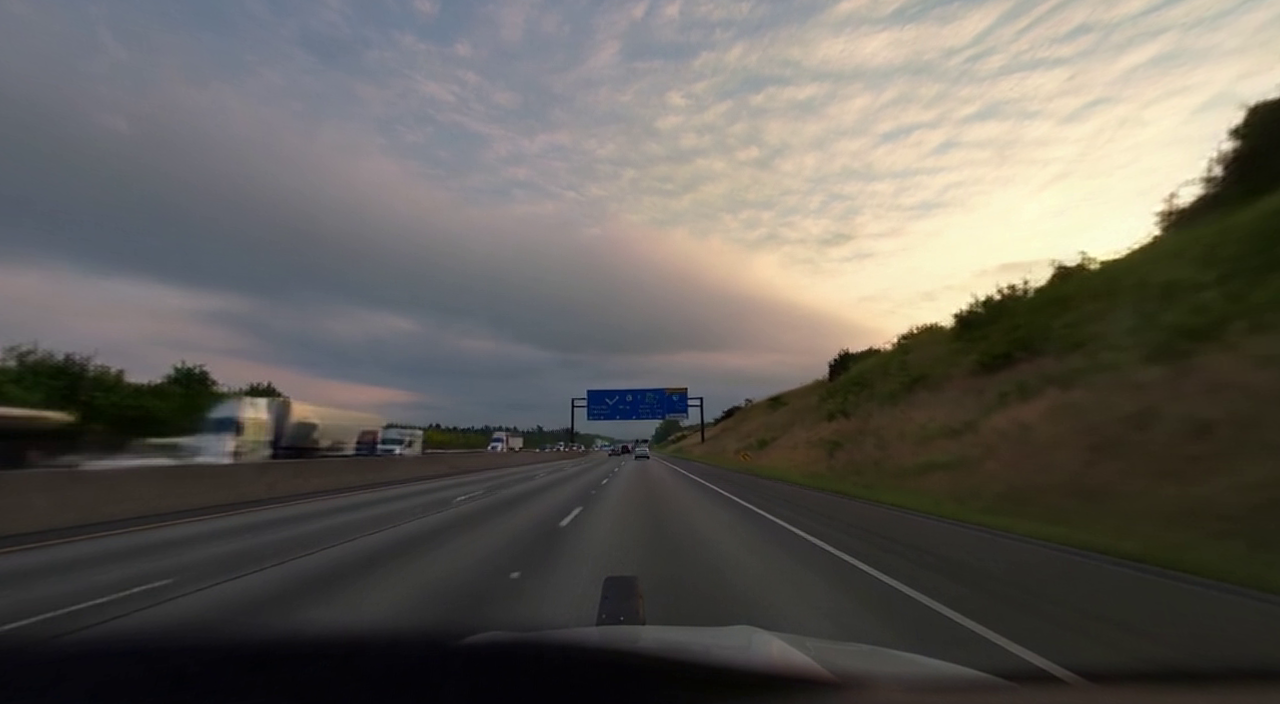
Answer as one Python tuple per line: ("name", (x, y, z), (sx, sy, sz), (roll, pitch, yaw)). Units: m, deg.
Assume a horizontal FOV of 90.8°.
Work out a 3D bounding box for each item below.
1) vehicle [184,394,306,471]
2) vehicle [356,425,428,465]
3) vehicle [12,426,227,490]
("vehicle", (-22.499, 4.707, 36.408), (2.986, 4.073, 5.945), (0, -9, 0))
("vehicle", (-18.260, 6.914, 46.921), (2.450, 2.732, 6.851), (0, -9, 0))
("vehicle", (-14.590, 3.021, 18.188), (2.066, 1.592, 4.822), (0, -9, 0))
